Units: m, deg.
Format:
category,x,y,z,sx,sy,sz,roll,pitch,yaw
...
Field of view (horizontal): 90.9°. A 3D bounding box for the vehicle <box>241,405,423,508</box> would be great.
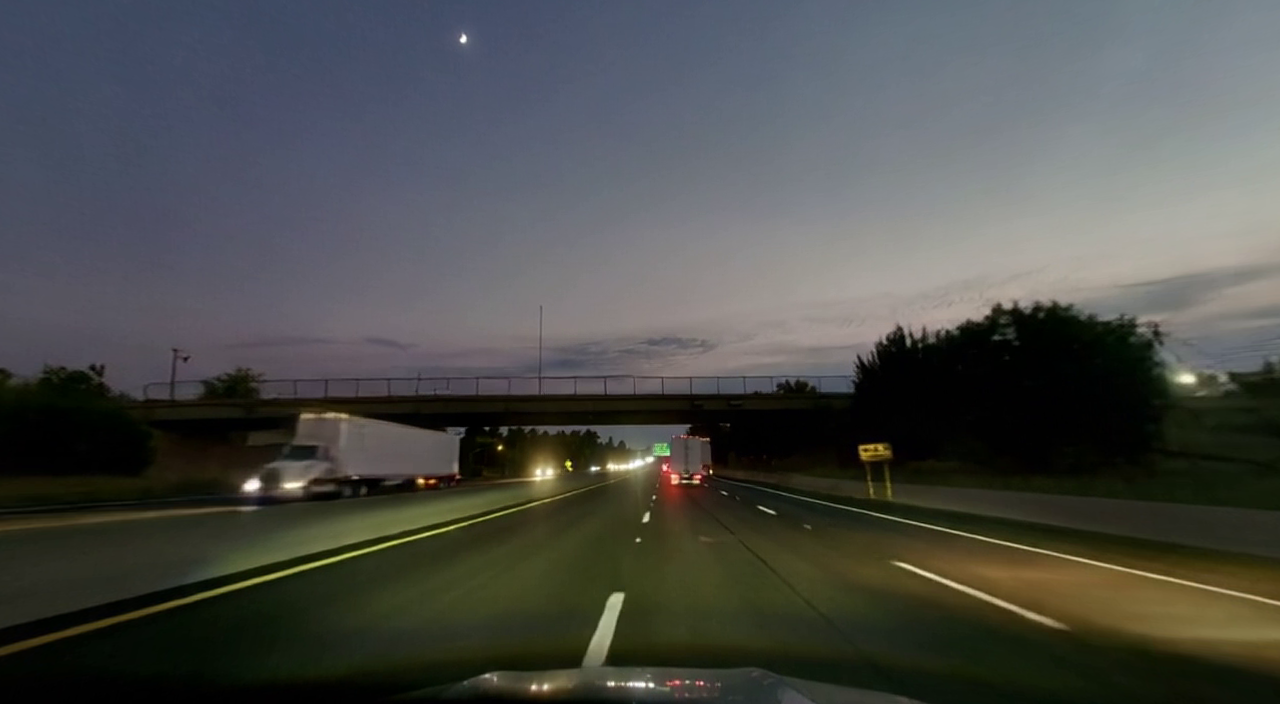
category,x,y,z,sx,sy,sz,roll,pitch,yaw
vehicle,-13.776,5.008,29.719,2.906,3.916,10.242,0,-11,2
